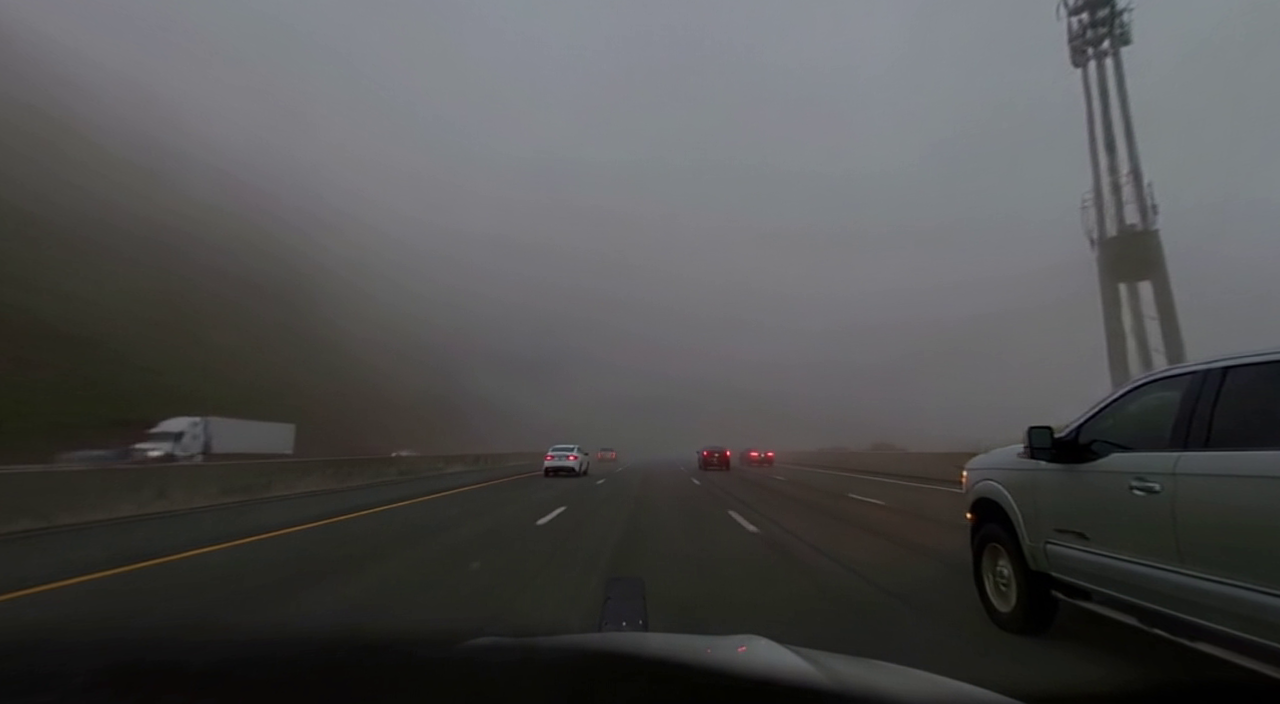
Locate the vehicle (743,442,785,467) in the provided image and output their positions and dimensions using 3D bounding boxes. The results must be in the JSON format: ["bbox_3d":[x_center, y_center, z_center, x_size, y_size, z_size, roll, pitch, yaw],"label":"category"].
[{"bbox_3d":[8.425,7.021,43.379,1.986,1.633,4.430,0,-8,0],"label":"vehicle"}]

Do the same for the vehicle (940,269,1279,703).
[{"bbox_3d":[3.421,0.666,2.360,2.098,1.925,5.171,0,-8,1],"label":"vehicle"}]

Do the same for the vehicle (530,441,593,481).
[{"bbox_3d":[-3.440,4.891,28.627,2.113,1.636,4.494,-1,-8,2],"label":"vehicle"}]

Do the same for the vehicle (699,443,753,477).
[{"bbox_3d":[4.091,5.216,30.738,2.046,1.471,4.333,0,-8,0],"label":"vehicle"}]

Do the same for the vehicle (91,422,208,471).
[{"bbox_3d":[-37.983,7.357,49.227,2.942,3.519,7.227,-1,-8,3],"label":"vehicle"}]
